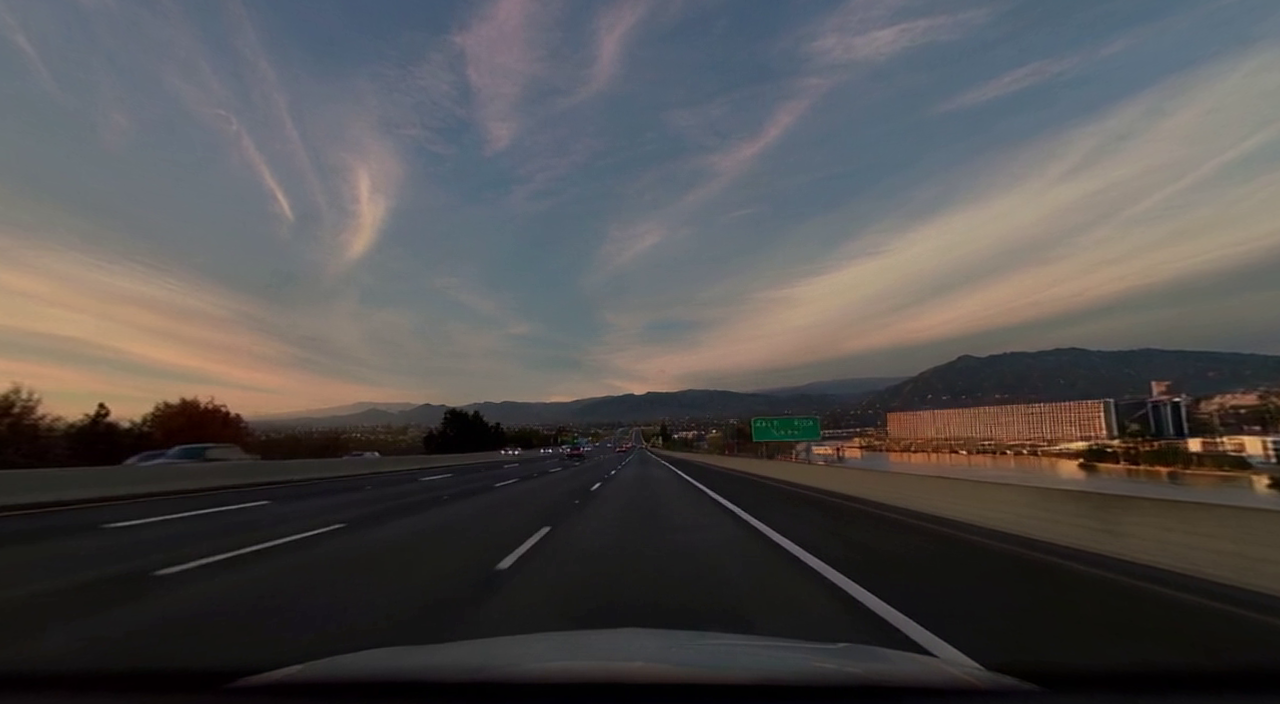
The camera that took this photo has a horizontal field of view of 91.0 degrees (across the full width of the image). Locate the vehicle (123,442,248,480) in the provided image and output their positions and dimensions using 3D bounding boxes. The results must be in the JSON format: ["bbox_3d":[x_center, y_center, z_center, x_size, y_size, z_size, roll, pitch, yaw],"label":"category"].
[{"bbox_3d":[-20.313,4.884,28.445,2.181,1.562,4.600,0,-9,0],"label":"vehicle"}]
